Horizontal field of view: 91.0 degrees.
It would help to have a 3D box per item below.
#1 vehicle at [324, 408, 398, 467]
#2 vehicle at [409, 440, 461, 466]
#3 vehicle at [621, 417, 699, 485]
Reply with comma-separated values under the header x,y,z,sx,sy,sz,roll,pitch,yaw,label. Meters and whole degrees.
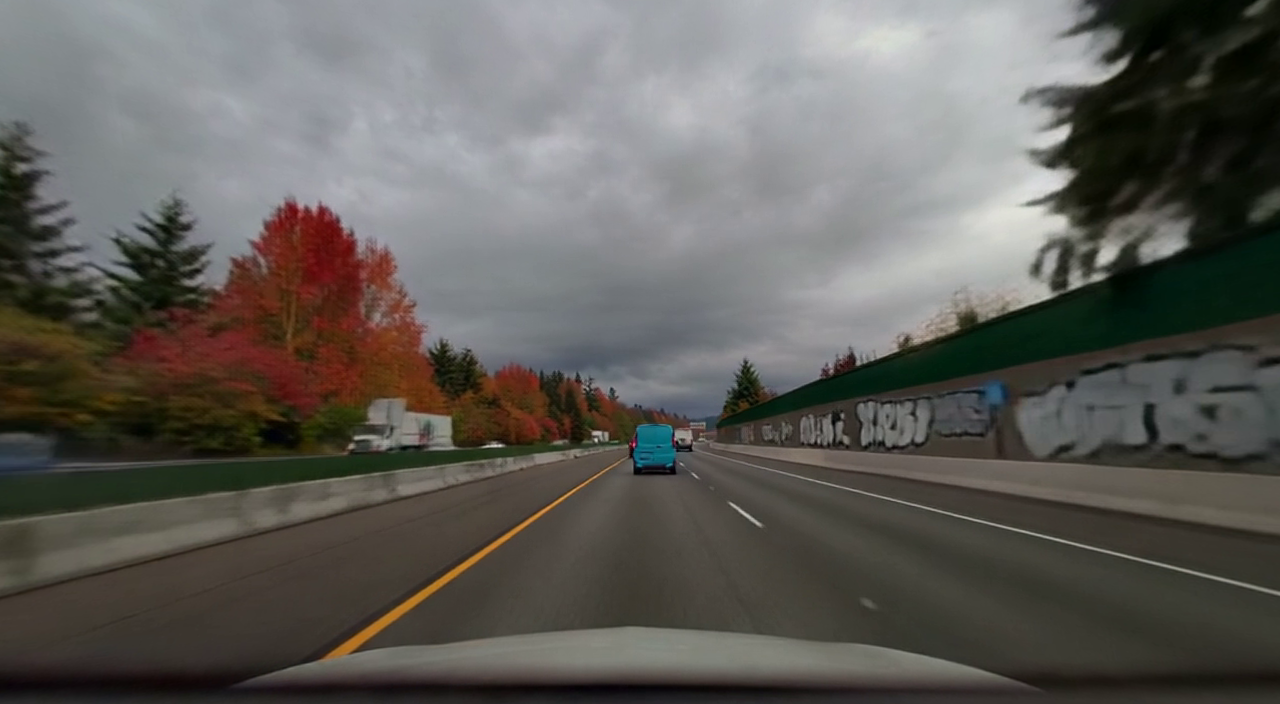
x,y,z,sx,sy,sz,roll,pitch,yaw,label
-20.541,6.318,46.592,2.894,4.043,4.966,0,-8,2,vehicle
-14.118,6.971,43.591,1.928,1.631,4.380,0,-8,2,vehicle
0.594,3.215,20.650,2.283,1.956,4.421,0,-8,0,vehicle
